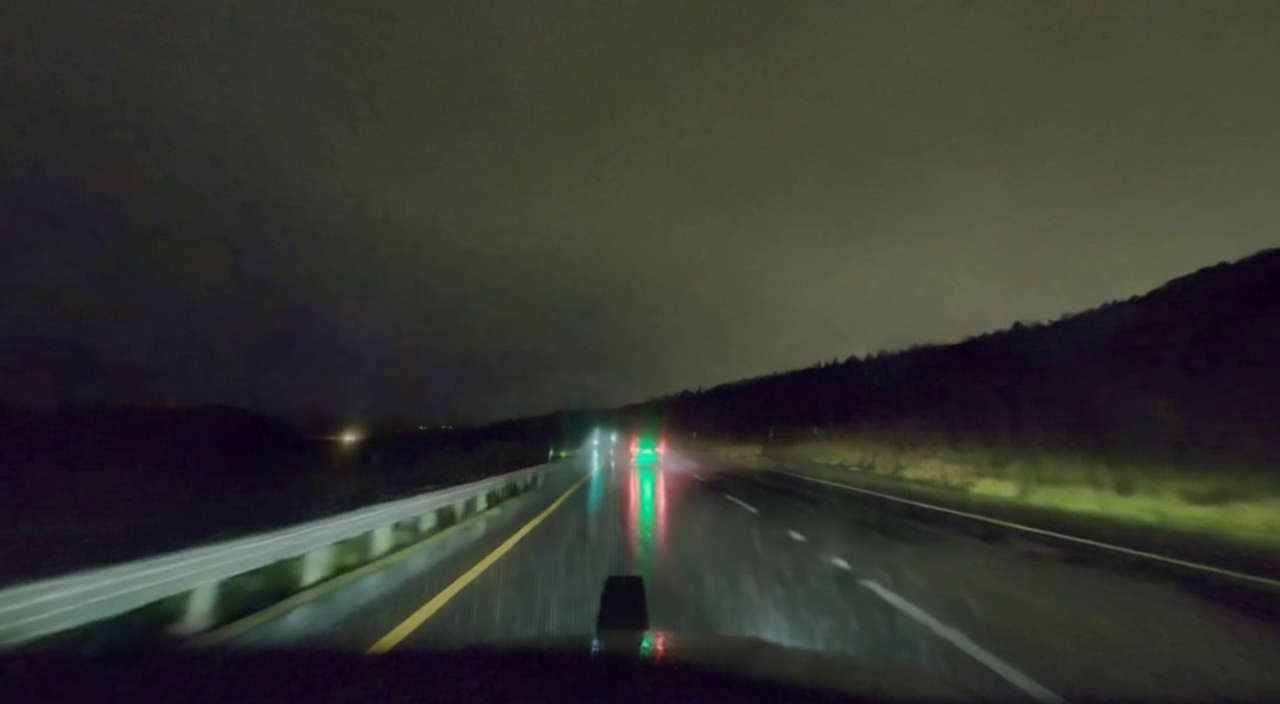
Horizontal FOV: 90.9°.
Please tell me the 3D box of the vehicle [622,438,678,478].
[{"bbox_3d":[0.327,4.383,26.351,2.029,1.474,4.183,0,-9,-4],"label":"vehicle"}]
